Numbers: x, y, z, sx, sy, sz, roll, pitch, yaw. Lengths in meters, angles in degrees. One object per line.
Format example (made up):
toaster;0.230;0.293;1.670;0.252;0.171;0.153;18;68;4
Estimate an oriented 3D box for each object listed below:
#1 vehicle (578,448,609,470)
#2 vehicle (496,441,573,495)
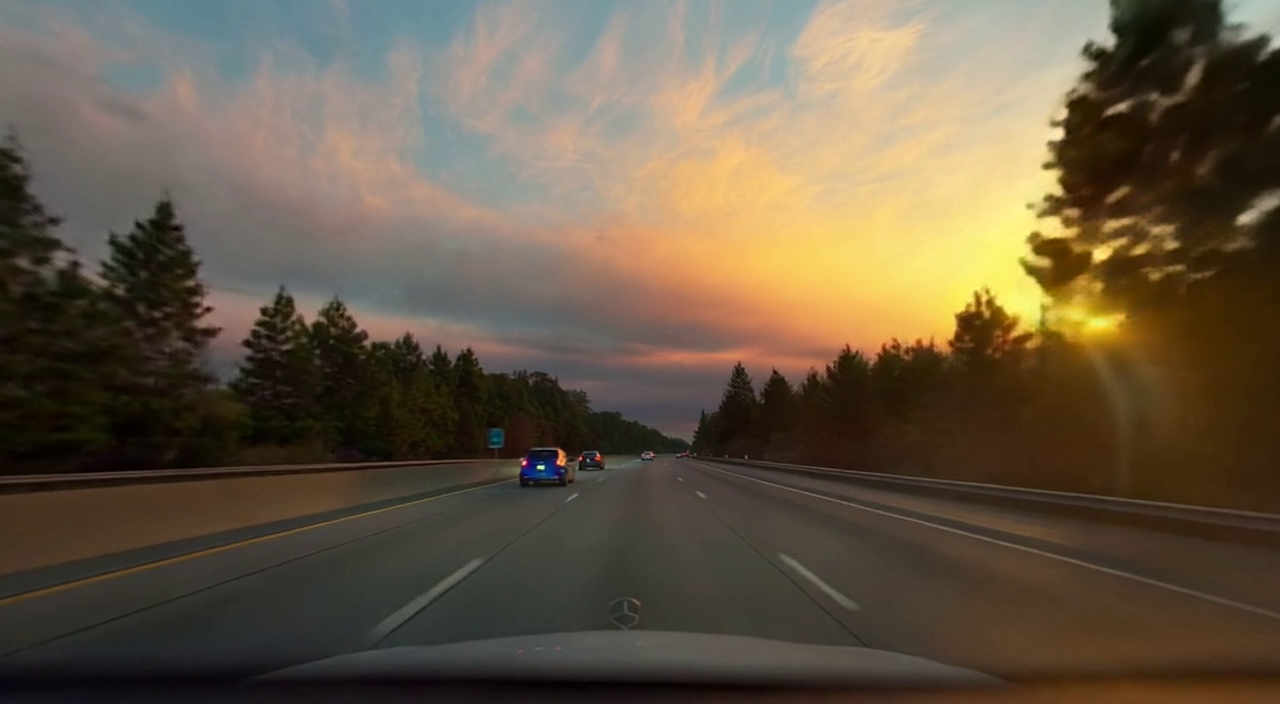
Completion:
vehicle;-3.473;8.130;47.997;1.996;1.565;4.159;0;-9;1
vehicle;-3.425;3.865;21.325;1.846;1.600;4.108;0;-9;1
